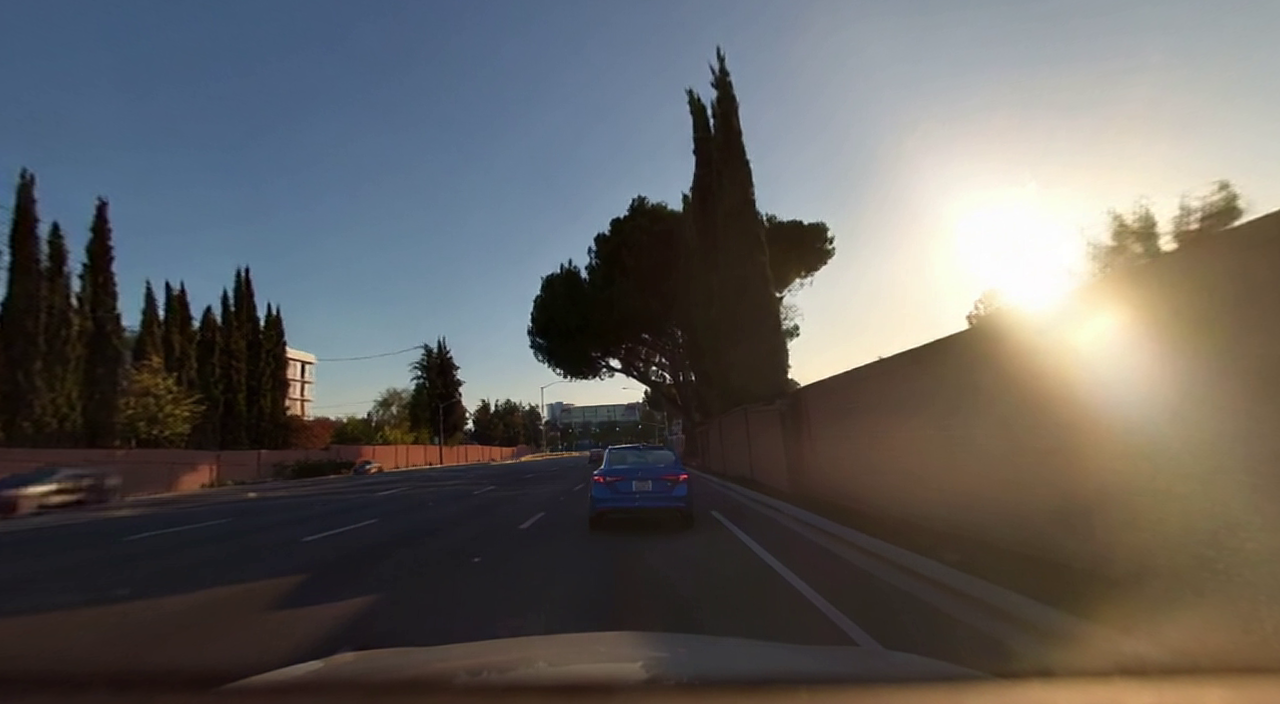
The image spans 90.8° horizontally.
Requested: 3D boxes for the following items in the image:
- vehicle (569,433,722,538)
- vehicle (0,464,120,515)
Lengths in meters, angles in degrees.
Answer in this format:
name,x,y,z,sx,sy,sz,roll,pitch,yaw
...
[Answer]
name,x,y,z,sx,sy,sz,roll,pitch,yaw
vehicle,0.068,2.253,11.330,2.205,1.509,4.272,0,-8,0
vehicle,-21.530,4.808,22.525,1.950,1.485,4.711,0,-8,0
